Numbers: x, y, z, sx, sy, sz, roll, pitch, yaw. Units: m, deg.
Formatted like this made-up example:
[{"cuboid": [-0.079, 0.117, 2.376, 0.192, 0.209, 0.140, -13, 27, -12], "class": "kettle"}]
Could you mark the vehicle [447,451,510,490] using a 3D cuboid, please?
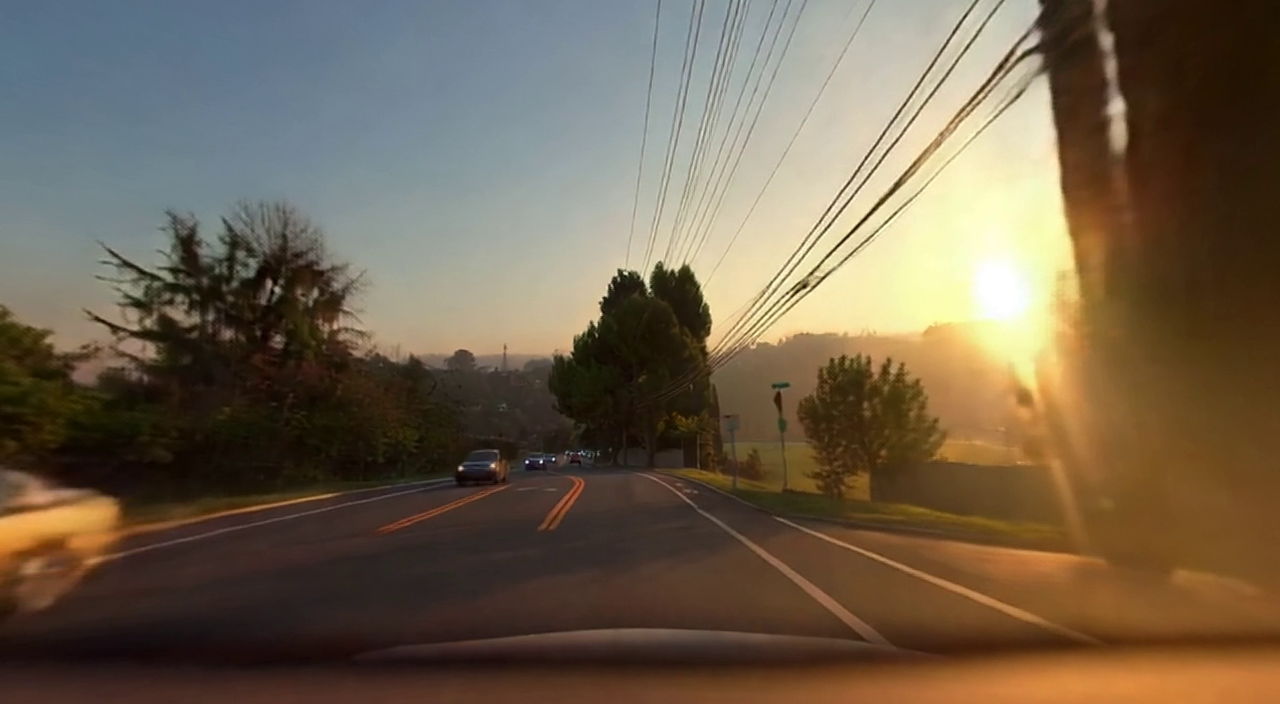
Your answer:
[{"cuboid": [-7.647, 5.647, 30.394, 2.116, 1.672, 4.438, 0, -9, -4], "class": "vehicle"}]
